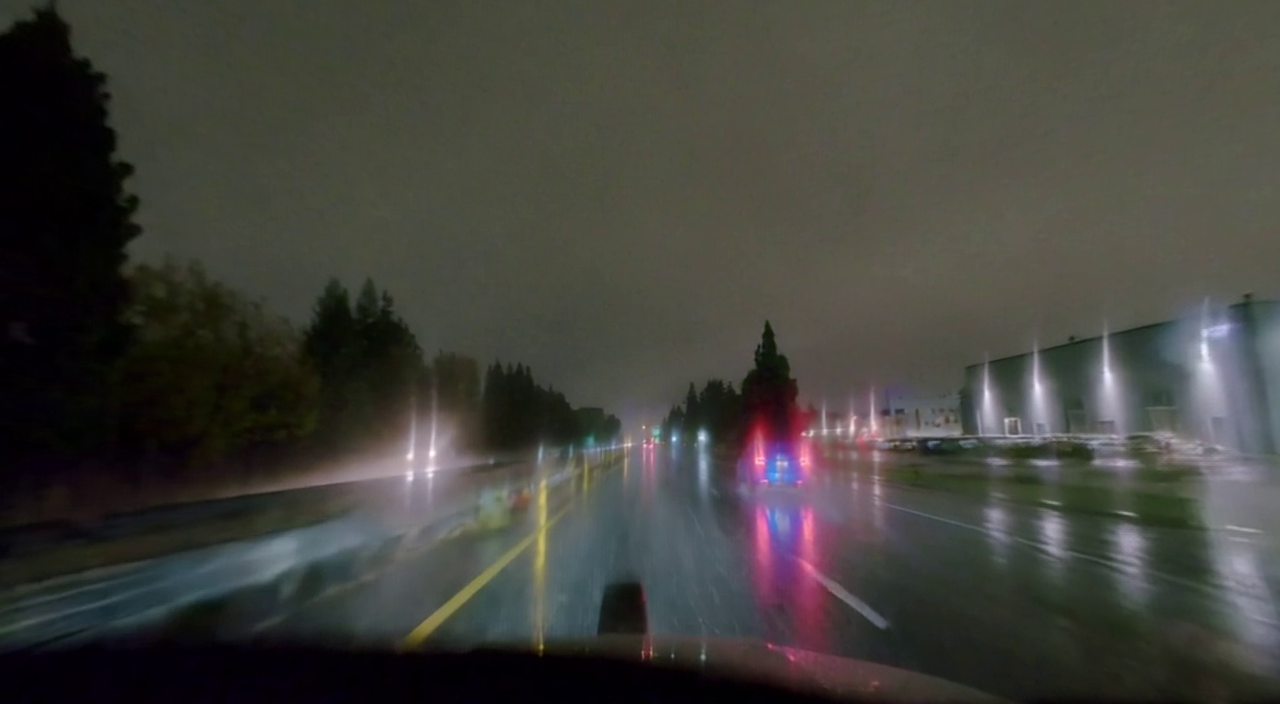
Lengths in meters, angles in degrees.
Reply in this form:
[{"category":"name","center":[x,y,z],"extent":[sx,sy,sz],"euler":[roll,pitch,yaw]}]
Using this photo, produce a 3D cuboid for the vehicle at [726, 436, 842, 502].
[{"category":"vehicle","center":[3.631,3.038,16.692],"extent":[2.079,1.531,3.997],"euler":[0,-8,-1]}]
